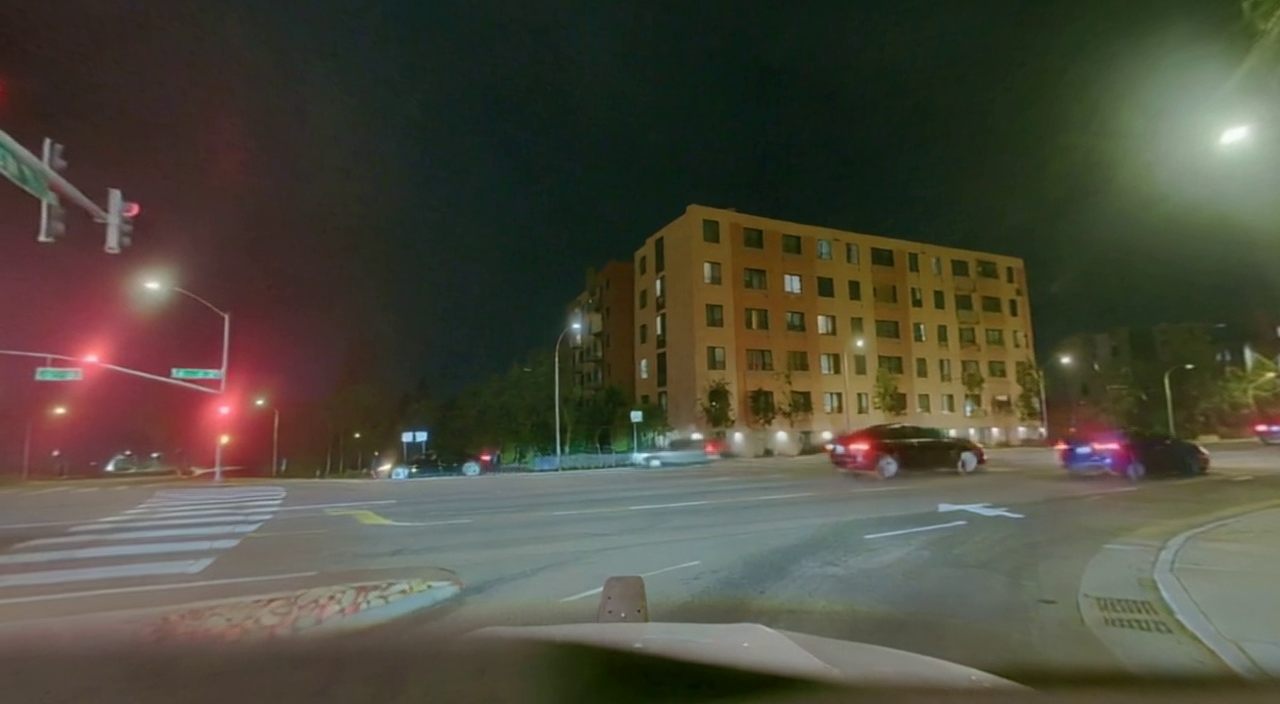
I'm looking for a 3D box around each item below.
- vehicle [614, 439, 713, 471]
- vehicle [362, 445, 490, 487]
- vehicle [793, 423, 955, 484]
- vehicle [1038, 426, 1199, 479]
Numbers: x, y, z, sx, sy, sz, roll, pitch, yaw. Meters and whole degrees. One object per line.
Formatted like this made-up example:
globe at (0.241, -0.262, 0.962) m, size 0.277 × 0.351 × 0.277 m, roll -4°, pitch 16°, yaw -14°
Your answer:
vehicle at (1.237, 5.258, 32.409) m, size 4.751 × 1.487 × 1.888 m, roll 4°, pitch -9°, yaw -26°
vehicle at (-8.013, 4.232, 23.698) m, size 4.289 × 1.415 × 1.774 m, roll 4°, pitch -9°, yaw -27°
vehicle at (7.291, 3.135, 19.665) m, size 4.683 × 1.678 × 1.981 m, roll 4°, pitch -9°, yaw -26°
vehicle at (14.517, 3.022, 19.122) m, size 4.521 × 1.433 × 1.943 m, roll 4°, pitch -9°, yaw -26°
